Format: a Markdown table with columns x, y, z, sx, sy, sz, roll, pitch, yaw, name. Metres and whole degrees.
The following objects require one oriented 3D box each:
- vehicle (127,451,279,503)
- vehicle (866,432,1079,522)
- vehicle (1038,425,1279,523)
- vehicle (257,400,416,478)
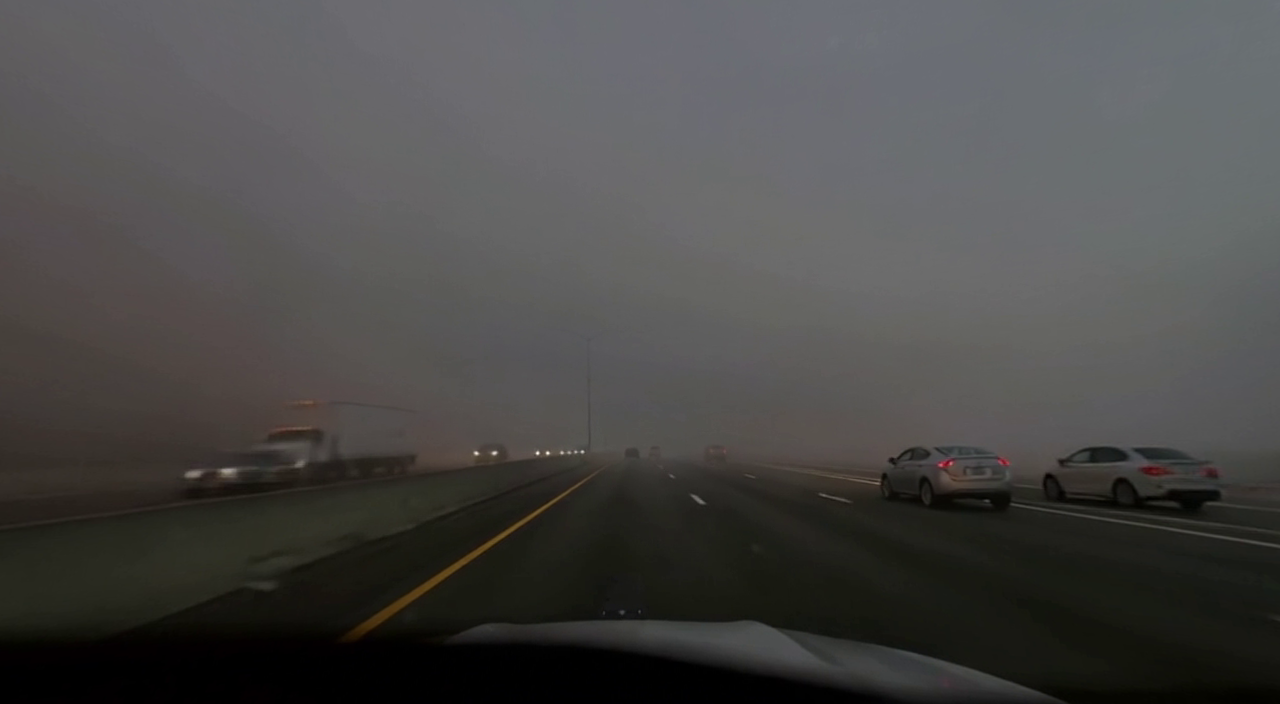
| x | y | z | sx | sy | sz | roll | pitch | yaw | name |
| --- | --- | --- | --- | --- | --- | --- | --- | --- | --- |
| -14.156 | 4.024 | 20.845 | 1.895 | 1.474 | 4.394 | 0 | -8 | 0 | vehicle |
| 6.705 | 2.548 | 13.503 | 1.901 | 1.548 | 4.684 | 0 | -8 | -1 | vehicle |
| 10.895 | 2.463 | 13.372 | 2.068 | 1.680 | 4.361 | -1 | -8 | 1 | vehicle |
| -17.874 | 5.445 | 39.017 | 2.989 | 3.924 | 13.704 | 0 | -8 | 0 | vehicle |
